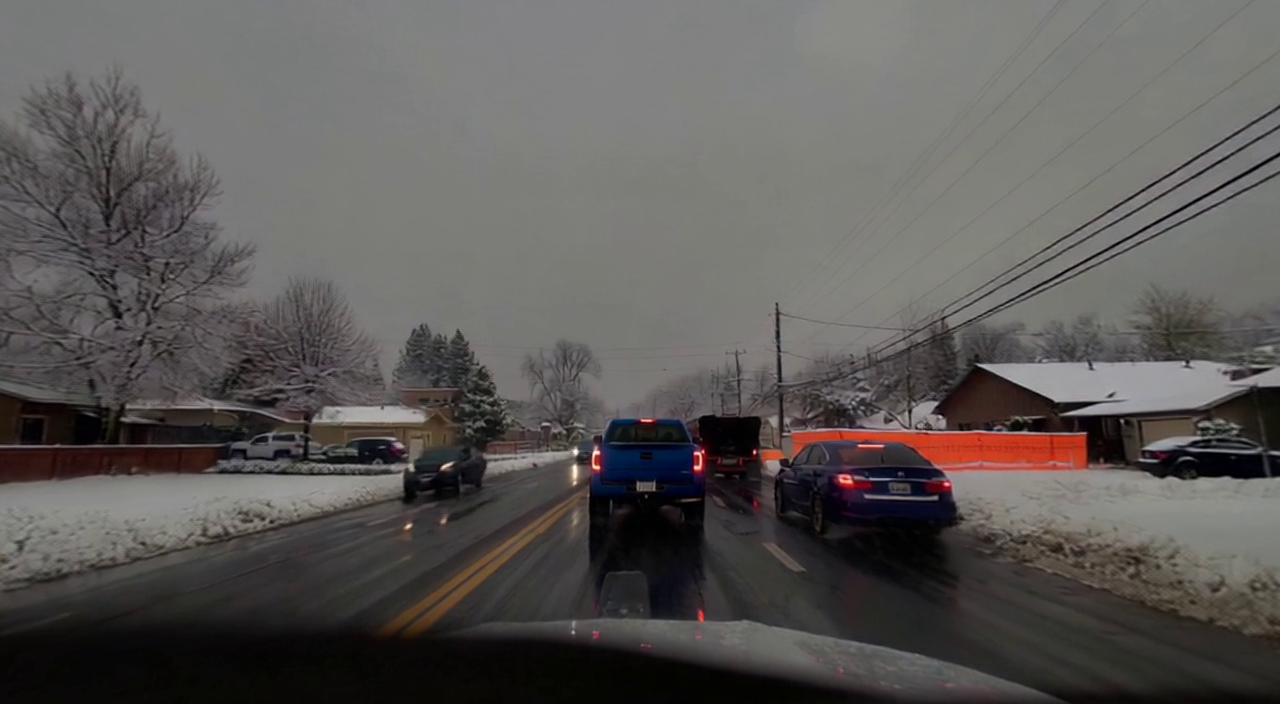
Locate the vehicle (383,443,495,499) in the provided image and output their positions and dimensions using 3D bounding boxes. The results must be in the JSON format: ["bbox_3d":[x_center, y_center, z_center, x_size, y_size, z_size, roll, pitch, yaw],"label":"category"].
[{"bbox_3d":[-6.076,3.614,19.637,1.953,1.528,4.492,0,-8,1],"label":"vehicle"}]

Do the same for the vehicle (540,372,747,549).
[{"bbox_3d":[0.085,1.906,11.654,2.751,2.361,6.347,0,-8,1],"label":"vehicle"}]

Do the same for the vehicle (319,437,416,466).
[{"bbox_3d":[-15.050,5.516,34.857,4.490,1.500,1.875,0,-8,-2],"label":"vehicle"}]

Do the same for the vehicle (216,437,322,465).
[{"bbox_3d":[-20.352,5.440,34.569,4.706,1.468,1.817,-1,-8,3],"label":"vehicle"}]

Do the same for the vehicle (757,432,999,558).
[{"bbox_3d":[3.292,2.053,9.867,2.010,1.499,4.481,0,-8,-1],"label":"vehicle"}]
